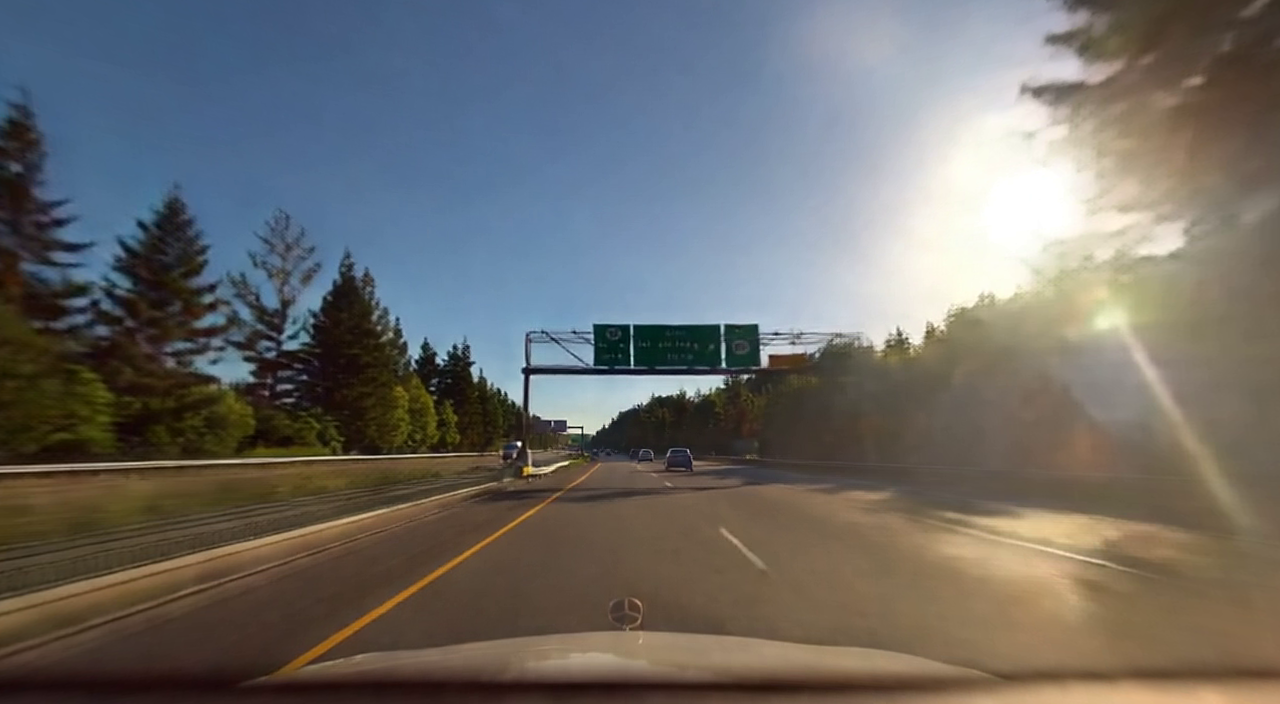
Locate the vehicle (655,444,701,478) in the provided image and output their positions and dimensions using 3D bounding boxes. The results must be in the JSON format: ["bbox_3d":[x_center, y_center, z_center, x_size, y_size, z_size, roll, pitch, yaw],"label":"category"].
[{"bbox_3d":[1.846,5.490,31.876,2.011,1.590,3.607,0,-9,-2],"label":"vehicle"}]
